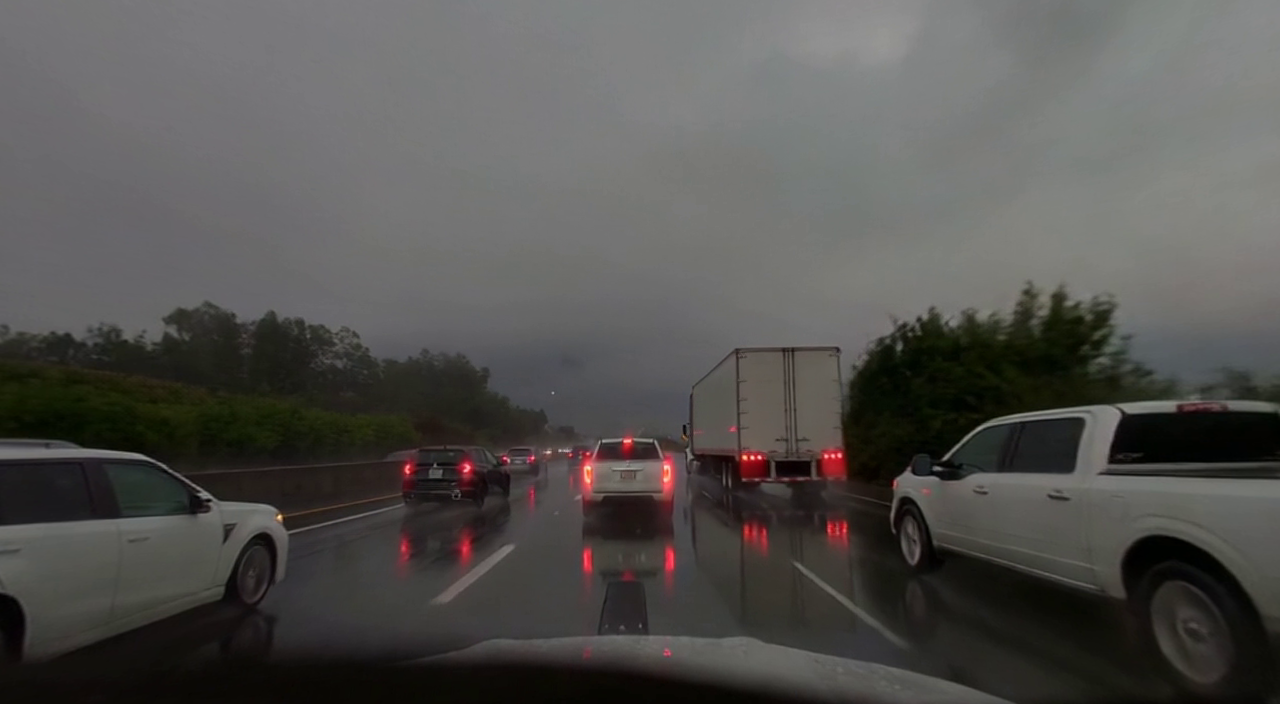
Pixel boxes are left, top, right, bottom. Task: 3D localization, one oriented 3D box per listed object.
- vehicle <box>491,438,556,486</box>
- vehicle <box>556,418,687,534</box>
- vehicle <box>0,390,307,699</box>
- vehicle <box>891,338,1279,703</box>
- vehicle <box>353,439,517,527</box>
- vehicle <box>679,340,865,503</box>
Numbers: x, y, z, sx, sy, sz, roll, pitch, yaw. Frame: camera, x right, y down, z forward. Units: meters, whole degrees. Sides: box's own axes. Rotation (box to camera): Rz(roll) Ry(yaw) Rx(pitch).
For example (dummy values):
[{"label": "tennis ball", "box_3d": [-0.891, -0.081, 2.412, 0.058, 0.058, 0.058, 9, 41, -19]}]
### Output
[{"label": "vehicle", "box_3d": [-4.729, 4.513, 26.114, 1.959, 1.808, 3.790, 0, -9, 0]}, {"label": "vehicle", "box_3d": [-0.303, 2.272, 12.026, 2.037, 1.792, 4.194, 0, -9, 0]}, {"label": "vehicle", "box_3d": [-4.288, 1.184, 4.369, 1.789, 1.620, 3.841, 0, -9, 1]}, {"label": "vehicle", "box_3d": [3.638, 1.062, 4.065, 2.076, 1.751, 4.666, 0, -9, 0]}, {"label": "vehicle", "box_3d": [-3.984, 2.612, 13.131, 1.923, 1.503, 4.293, 0, -9, 1]}, {"label": "vehicle", "box_3d": [3.807, 2.931, 23.718, 3.186, 4.111, 15.553, 0, -9, -2]}]
